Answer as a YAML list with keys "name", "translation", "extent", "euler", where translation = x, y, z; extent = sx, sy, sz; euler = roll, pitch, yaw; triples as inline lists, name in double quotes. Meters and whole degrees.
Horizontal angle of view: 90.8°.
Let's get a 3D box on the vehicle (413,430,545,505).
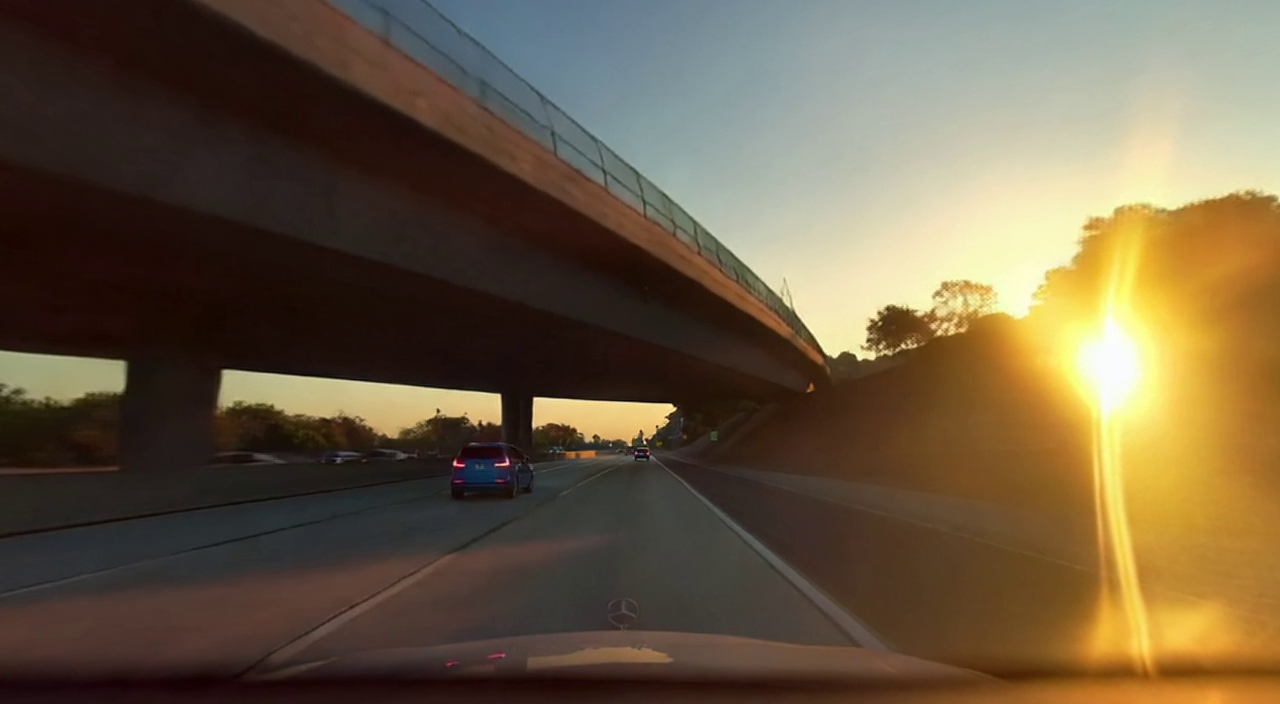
- name: "vehicle"
  translation: [-4.210, 3.118, 17.537]
  extent: [2.272, 1.759, 5.058]
  euler: [0, -9, 1]
